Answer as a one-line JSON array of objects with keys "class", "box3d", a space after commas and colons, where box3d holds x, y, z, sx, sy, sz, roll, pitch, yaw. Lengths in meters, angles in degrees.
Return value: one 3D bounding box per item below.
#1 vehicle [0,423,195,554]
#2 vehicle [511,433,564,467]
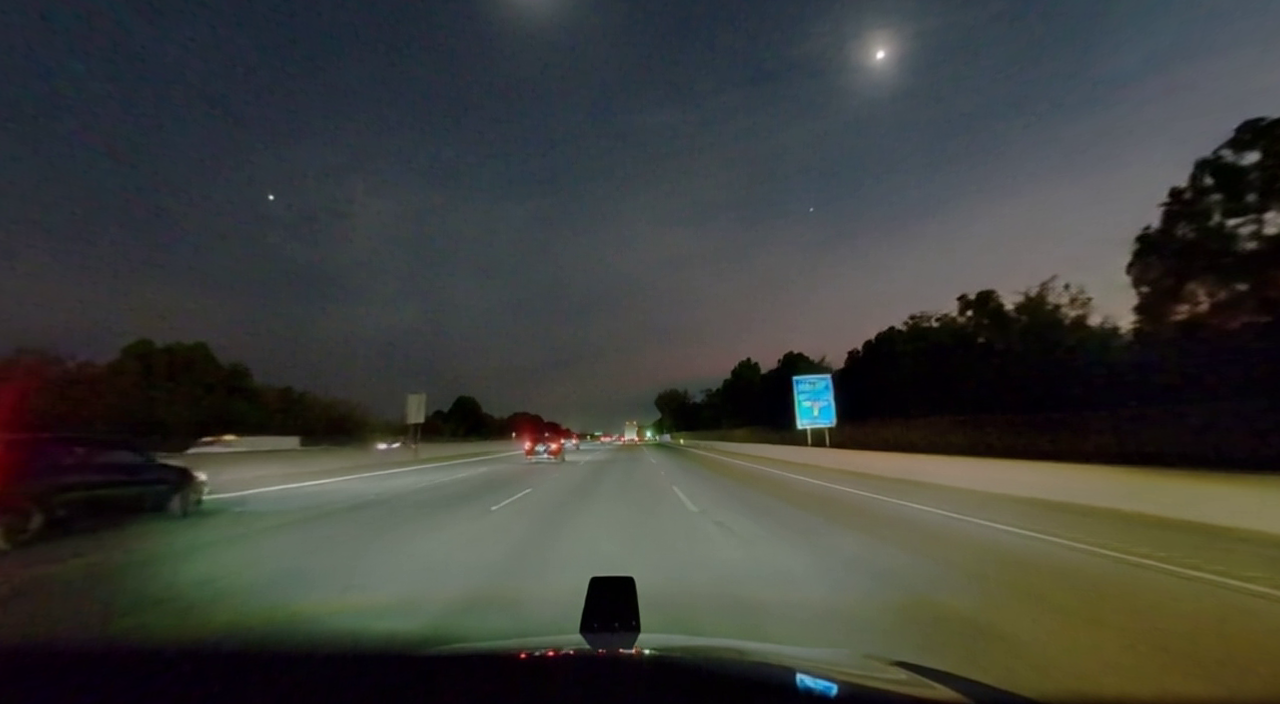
[{"class": "vehicle", "box3d": [-8.274, 1.680, 8.142, 1.973, 1.470, 4.270, 0, -7, -1]}, {"class": "vehicle", "box3d": [-4.858, 4.677, 30.290, 1.912, 1.495, 3.703, 0, -7, 0]}]
